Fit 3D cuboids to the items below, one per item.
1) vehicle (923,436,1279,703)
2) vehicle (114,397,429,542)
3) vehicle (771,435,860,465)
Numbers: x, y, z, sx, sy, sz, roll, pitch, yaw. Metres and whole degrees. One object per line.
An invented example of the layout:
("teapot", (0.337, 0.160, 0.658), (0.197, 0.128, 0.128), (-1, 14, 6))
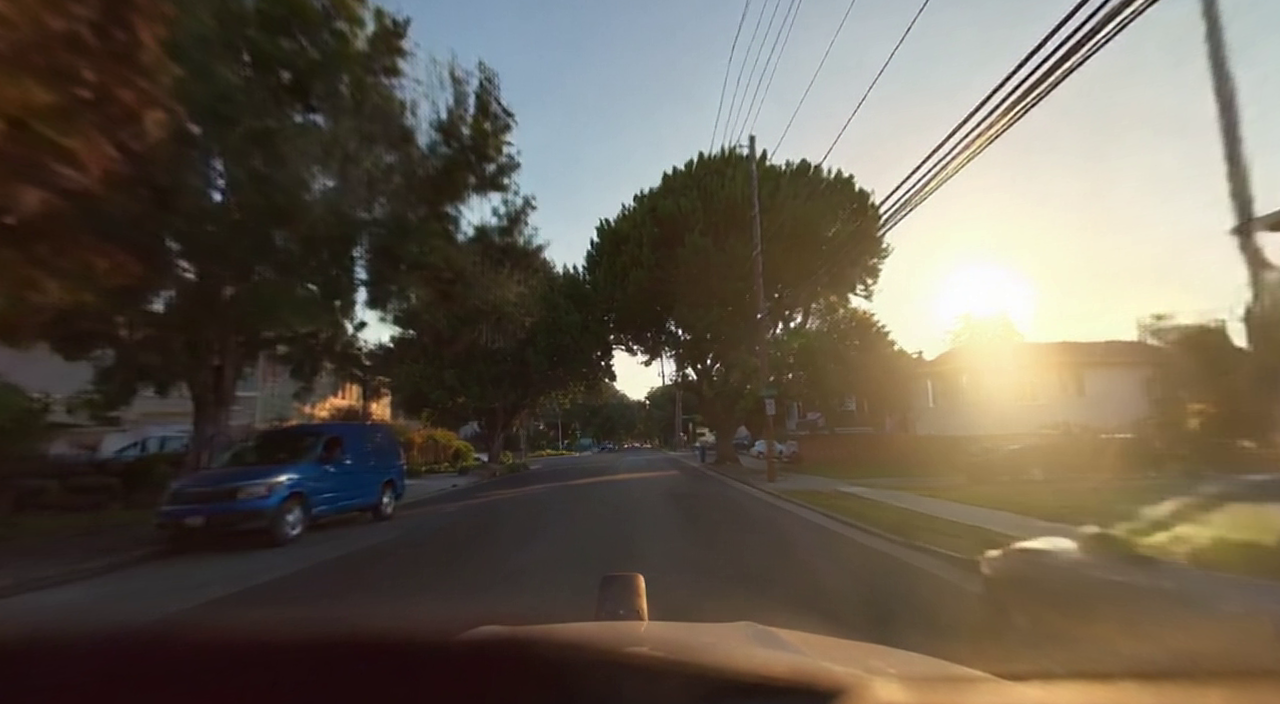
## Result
("vehicle", (3.239, 1.067, 2.525), (1.944, 1.439, 4.500), (0, -8, -3))
("vehicle", (-5.820, 1.976, 11.090), (2.263, 1.915, 5.071), (-1, -9, 3))
("vehicle", (10.743, 6.035, 38.915), (4.902, 1.794, 1.975), (-1, -8, 3))
